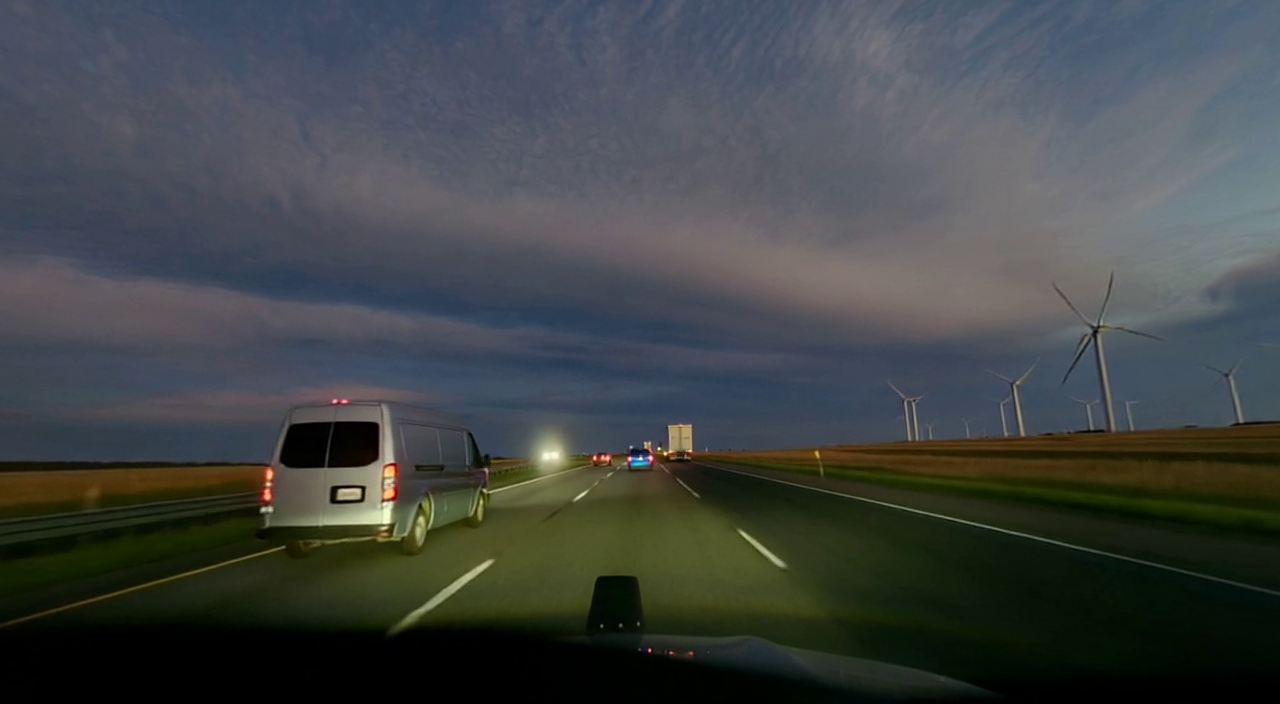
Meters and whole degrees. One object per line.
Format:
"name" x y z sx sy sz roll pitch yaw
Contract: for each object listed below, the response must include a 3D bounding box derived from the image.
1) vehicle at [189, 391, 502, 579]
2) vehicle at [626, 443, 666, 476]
"vehicle" -3.656 1.776 9.125 2.238 1.984 4.650 0 -9 0
"vehicle" 0.319 5.918 34.814 2.083 1.689 4.083 0 -9 0
